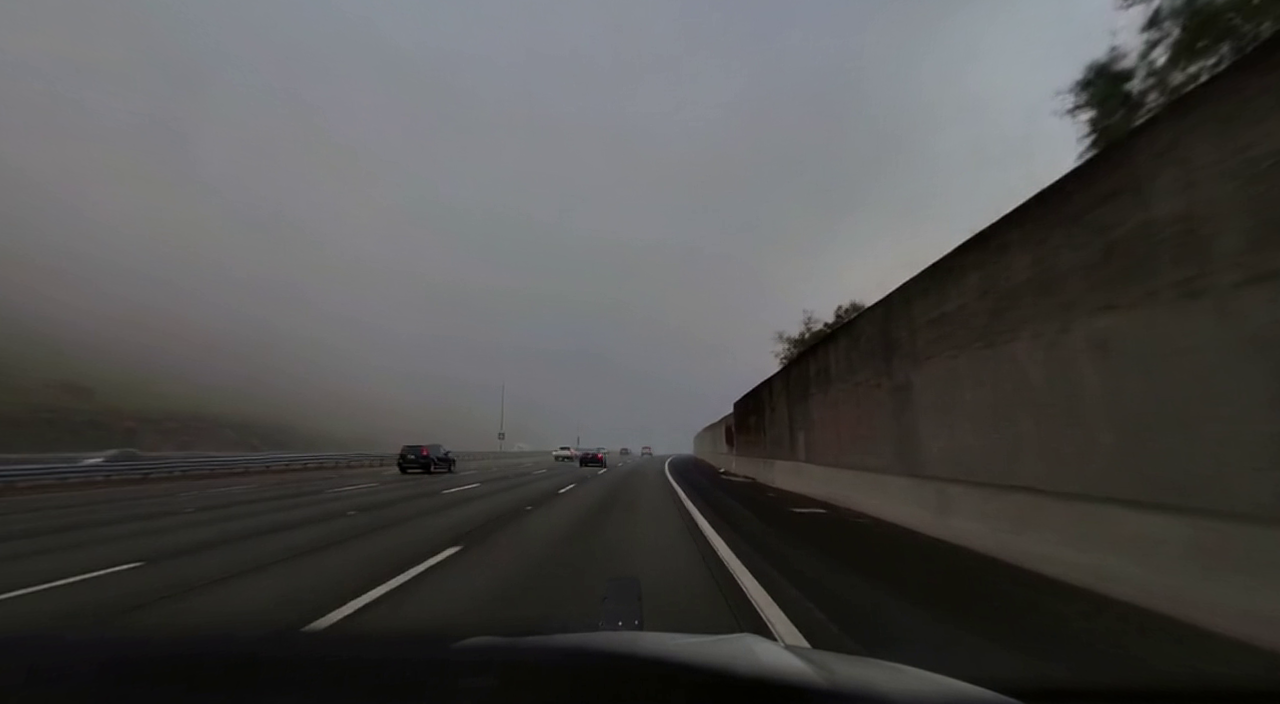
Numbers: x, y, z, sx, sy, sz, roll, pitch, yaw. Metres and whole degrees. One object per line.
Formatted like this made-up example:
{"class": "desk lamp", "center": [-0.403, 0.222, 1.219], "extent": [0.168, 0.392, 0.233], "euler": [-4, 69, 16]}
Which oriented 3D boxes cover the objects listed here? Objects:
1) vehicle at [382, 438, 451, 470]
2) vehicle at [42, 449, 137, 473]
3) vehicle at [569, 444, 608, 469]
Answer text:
{"class": "vehicle", "center": [-12.983, 5.974, 37.054], "extent": [2.076, 1.766, 4.831], "euler": [0, -9, 2]}
{"class": "vehicle", "center": [-36.532, 7.218, 42.117], "extent": [1.843, 1.514, 4.935], "euler": [0, -9, 1]}
{"class": "vehicle", "center": [-3.174, 6.501, 39.472], "extent": [1.931, 1.492, 4.076], "euler": [0, -9, 2]}
